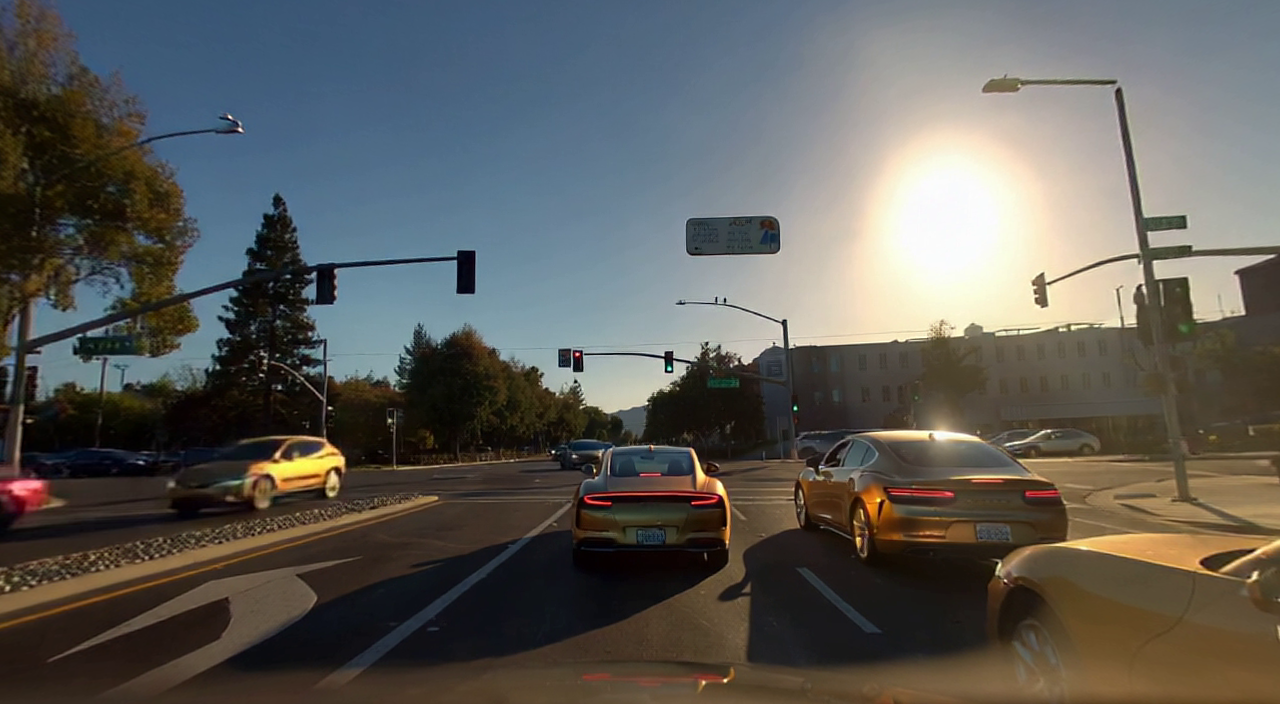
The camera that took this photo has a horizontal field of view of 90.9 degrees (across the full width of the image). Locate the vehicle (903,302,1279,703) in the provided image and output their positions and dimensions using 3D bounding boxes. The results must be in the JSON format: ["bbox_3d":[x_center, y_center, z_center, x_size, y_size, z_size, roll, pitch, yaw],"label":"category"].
[{"bbox_3d":[3.110,0.805,2.539,2.143,1.759,4.531,0,-8,0],"label":"vehicle"}]

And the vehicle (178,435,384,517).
[{"bbox_3d":[-8.353,2.913,15.387,2.091,1.651,4.870,0,-8,1],"label":"vehicle"}]

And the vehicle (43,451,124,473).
[{"bbox_3d":[-41.286,8.162,46.804,4.195,1.533,1.752,0,-8,-3],"label":"vehicle"}]

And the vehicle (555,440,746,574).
[{"bbox_3d":[0.123,1.871,8.396,1.945,1.343,3.827,0,-8,1],"label":"vehicle"}]
